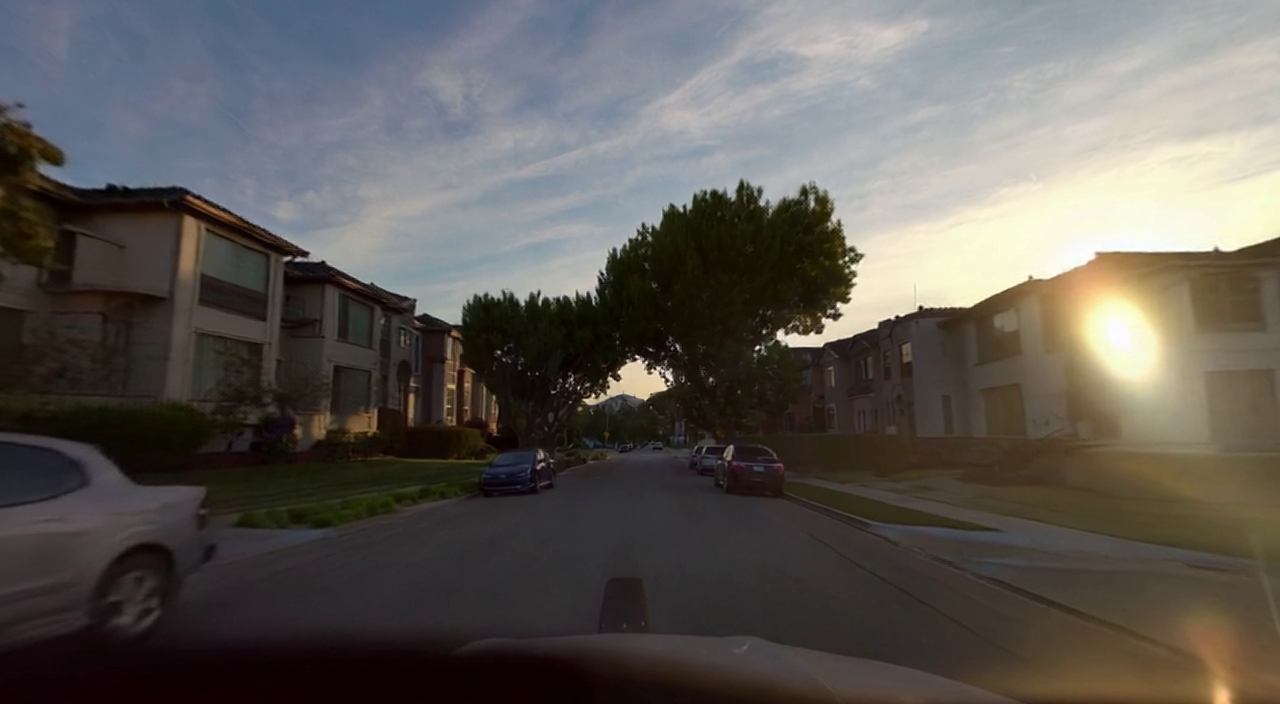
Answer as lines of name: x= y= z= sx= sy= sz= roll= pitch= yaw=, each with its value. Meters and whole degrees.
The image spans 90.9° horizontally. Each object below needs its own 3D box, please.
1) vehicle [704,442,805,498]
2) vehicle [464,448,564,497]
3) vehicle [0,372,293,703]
vehicle: x=3.256 y=3.487 z=19.128 sx=2.000 sy=1.456 sz=5.251 roll=0 pitch=-9 yaw=-1
vehicle: x=-3.714 y=3.629 z=19.393 sx=1.995 sy=1.330 sz=4.080 roll=-1 pitch=-9 yaw=4
vehicle: x=-4.194 y=1.029 z=3.495 sx=2.108 sy=1.686 sz=4.129 roll=-1 pitch=-8 yaw=1
